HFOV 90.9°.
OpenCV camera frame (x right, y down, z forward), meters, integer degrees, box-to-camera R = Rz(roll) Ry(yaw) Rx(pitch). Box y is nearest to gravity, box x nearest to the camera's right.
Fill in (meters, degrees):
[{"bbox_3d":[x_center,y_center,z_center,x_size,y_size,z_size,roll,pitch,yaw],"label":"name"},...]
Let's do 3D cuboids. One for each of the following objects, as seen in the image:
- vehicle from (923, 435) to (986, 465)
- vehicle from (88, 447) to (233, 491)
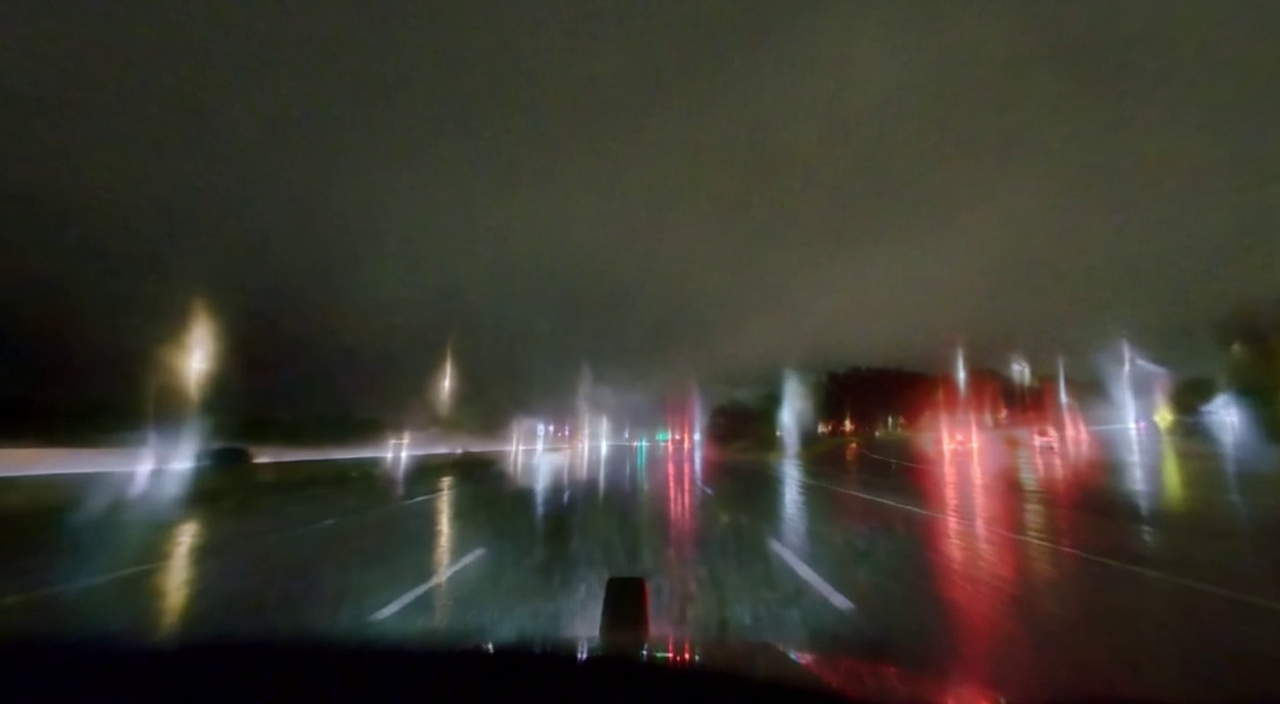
[{"bbox_3d":[18.861,5.906,38.017,2.039,1.658,4.457,-2,-8,9],"label":"vehicle"},{"bbox_3d":[-17.830,4.322,23.758,1.877,1.455,4.489,0,-8,1],"label":"vehicle"}]
